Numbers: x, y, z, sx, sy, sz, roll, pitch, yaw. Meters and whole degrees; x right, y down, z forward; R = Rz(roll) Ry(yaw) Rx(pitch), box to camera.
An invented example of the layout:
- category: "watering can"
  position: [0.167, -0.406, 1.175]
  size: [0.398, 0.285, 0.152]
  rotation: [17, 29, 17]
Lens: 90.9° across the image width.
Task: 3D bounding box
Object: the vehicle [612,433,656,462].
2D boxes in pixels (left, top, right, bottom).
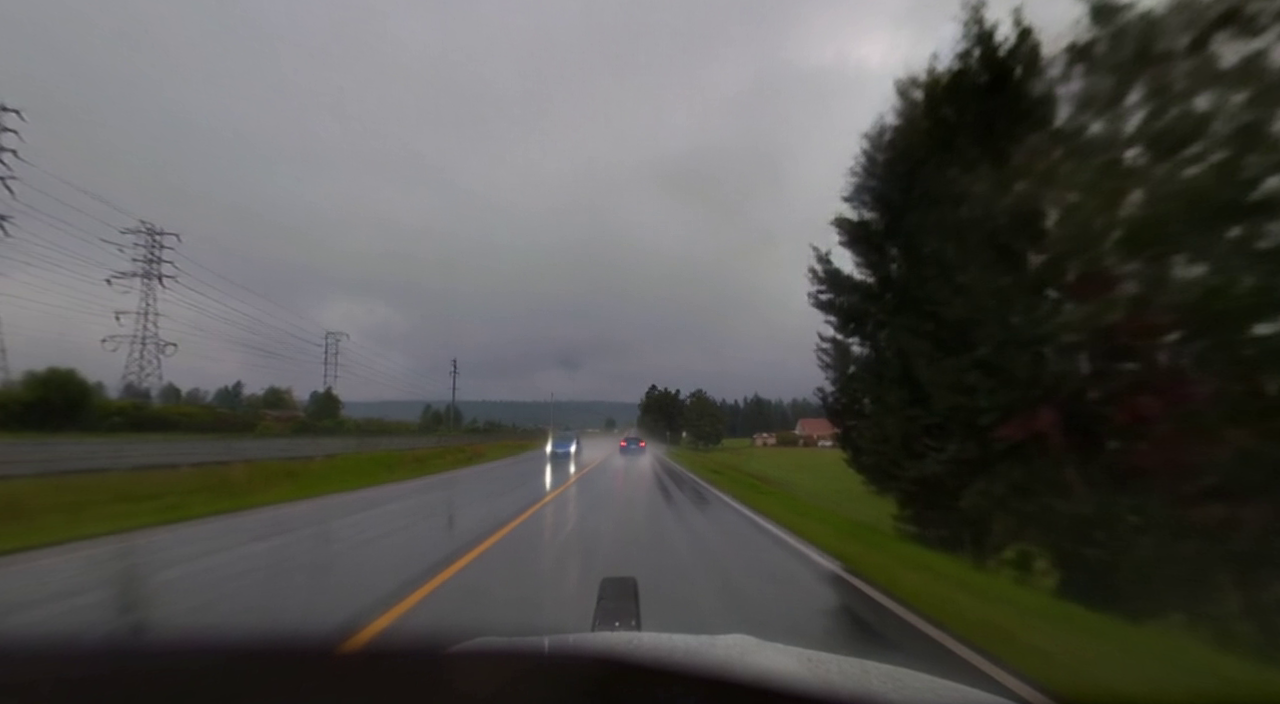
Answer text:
- category: "vehicle"
  position: [-0.319, 5.101, 33.830]
  size: [2.241, 1.471, 3.829]
  rotation: [0, -8, -1]

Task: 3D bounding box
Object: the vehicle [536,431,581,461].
- category: "vehicle"
  position: [-4.567, 5.291, 35.822]
  size: [2.079, 1.591, 3.951]
  rotation: [0, -8, -1]
